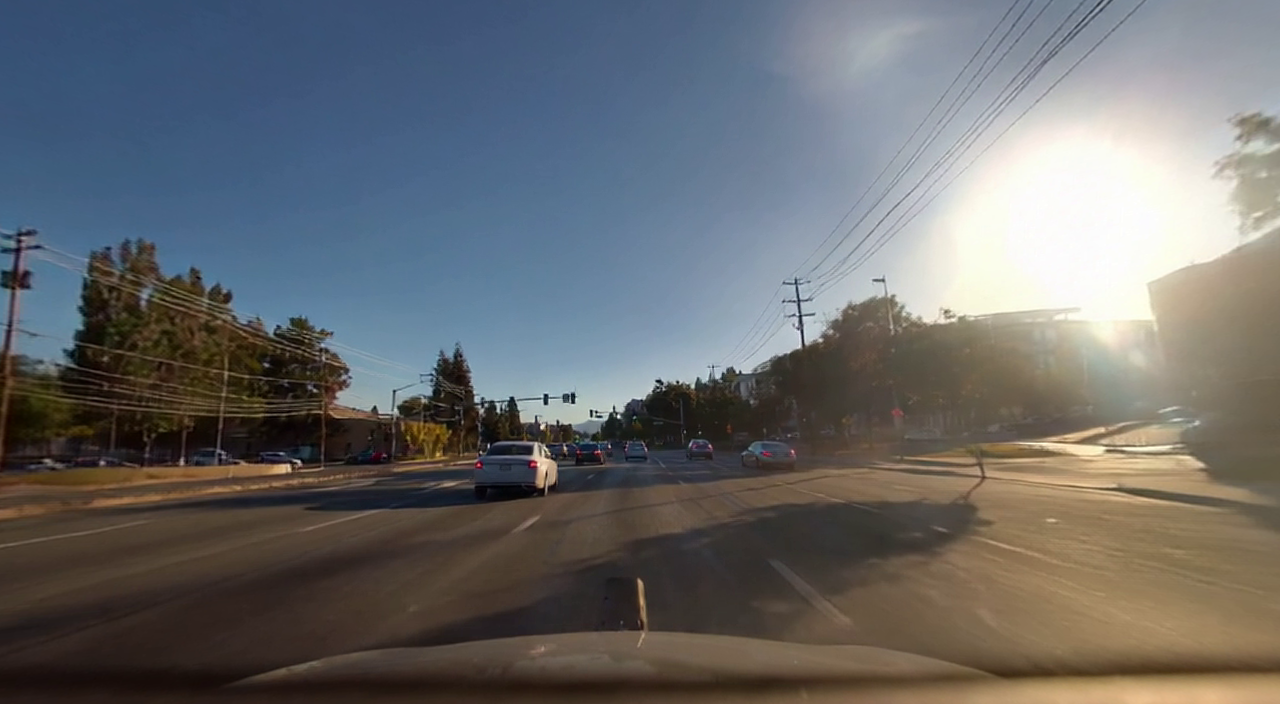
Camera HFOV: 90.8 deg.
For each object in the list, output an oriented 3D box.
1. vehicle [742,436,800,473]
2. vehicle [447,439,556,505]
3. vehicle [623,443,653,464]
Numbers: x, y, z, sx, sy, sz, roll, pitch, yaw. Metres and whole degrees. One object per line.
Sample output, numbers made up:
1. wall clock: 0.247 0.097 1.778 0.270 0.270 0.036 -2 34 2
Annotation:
1. vehicle: 6.538 5.156 32.032 1.945 1.706 4.190 0 -8 -2
2. vehicle: -3.391 3.013 16.357 1.837 1.463 4.311 0 -8 0
3. vehicle: -0.161 7.272 45.496 2.098 1.431 3.958 0 -8 -1
